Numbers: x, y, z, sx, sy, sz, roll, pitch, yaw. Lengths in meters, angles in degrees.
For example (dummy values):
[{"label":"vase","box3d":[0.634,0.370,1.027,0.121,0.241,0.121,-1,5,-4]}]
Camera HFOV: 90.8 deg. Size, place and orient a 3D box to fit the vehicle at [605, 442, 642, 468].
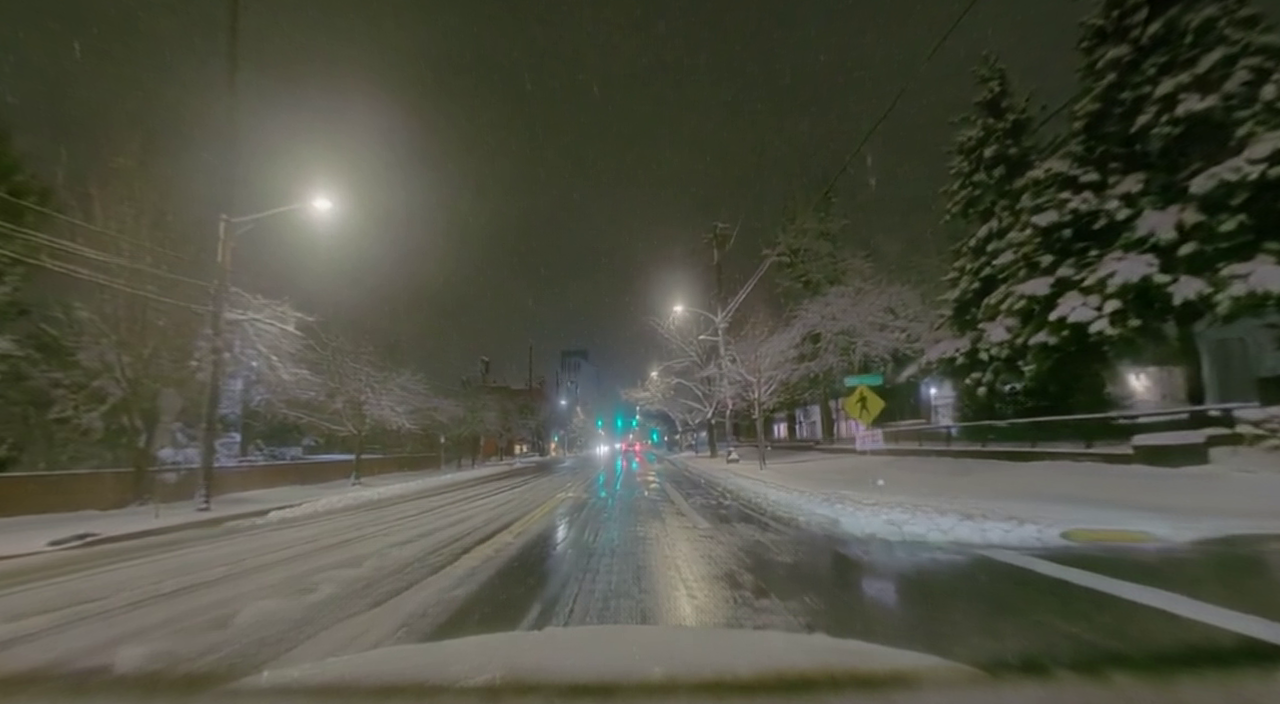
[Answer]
[{"label":"vehicle","box3d":[-1.018,6.309,38.996,2.131,1.474,4.146,0,-8,-1]}]
